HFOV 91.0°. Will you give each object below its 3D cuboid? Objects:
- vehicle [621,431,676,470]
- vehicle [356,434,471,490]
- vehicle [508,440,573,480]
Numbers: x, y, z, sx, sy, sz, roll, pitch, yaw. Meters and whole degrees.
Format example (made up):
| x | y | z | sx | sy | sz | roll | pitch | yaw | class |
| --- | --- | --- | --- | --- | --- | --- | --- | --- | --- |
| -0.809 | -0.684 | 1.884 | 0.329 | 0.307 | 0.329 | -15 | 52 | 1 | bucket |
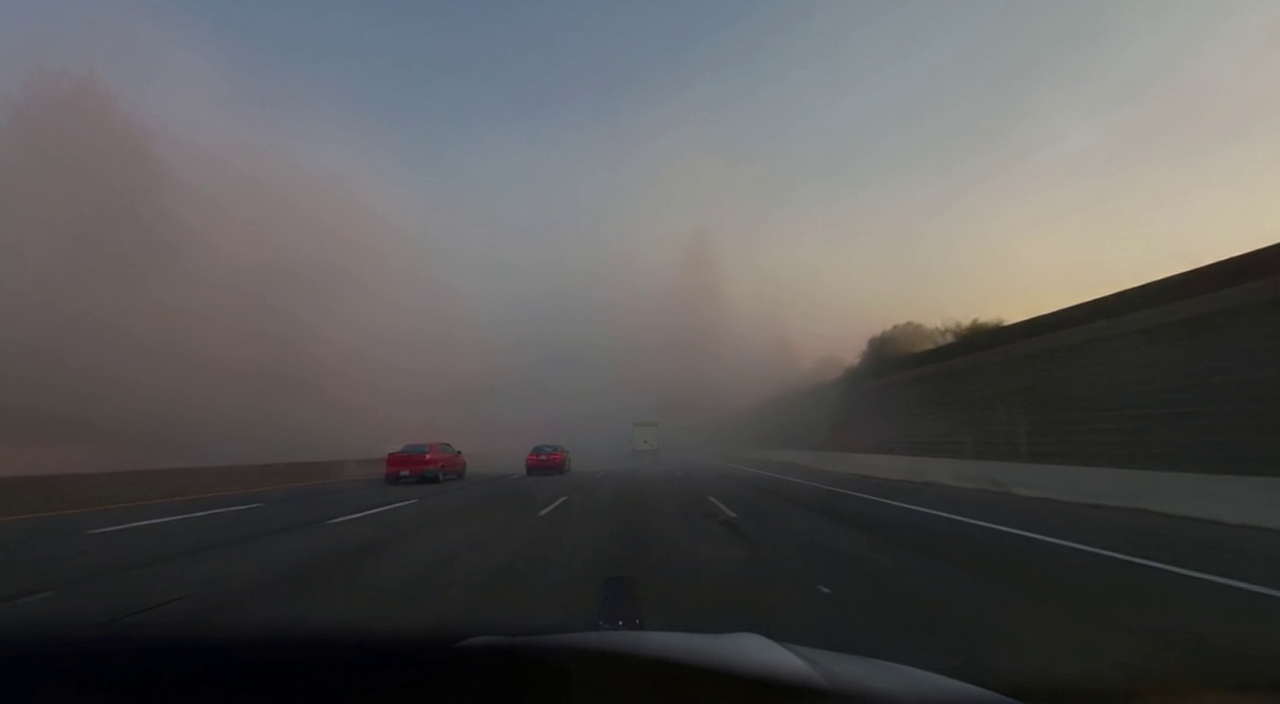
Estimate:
| x | y | z | sx | sy | sz | roll | pitch | yaw | class |
| --- | --- | --- | --- | --- | --- | --- | --- | --- | --- |
| 0.409 | 5.486 | 35.051 | 2.856 | 1.994 | 4.931 | 0 | -9 | -1 | vehicle |
| -7.528 | 3.699 | 21.545 | 2.189 | 1.673 | 4.699 | 0 | -9 | 0 | vehicle |
| -4.054 | 4.456 | 26.304 | 2.000 | 1.512 | 4.371 | 0 | -9 | 0 | vehicle |
